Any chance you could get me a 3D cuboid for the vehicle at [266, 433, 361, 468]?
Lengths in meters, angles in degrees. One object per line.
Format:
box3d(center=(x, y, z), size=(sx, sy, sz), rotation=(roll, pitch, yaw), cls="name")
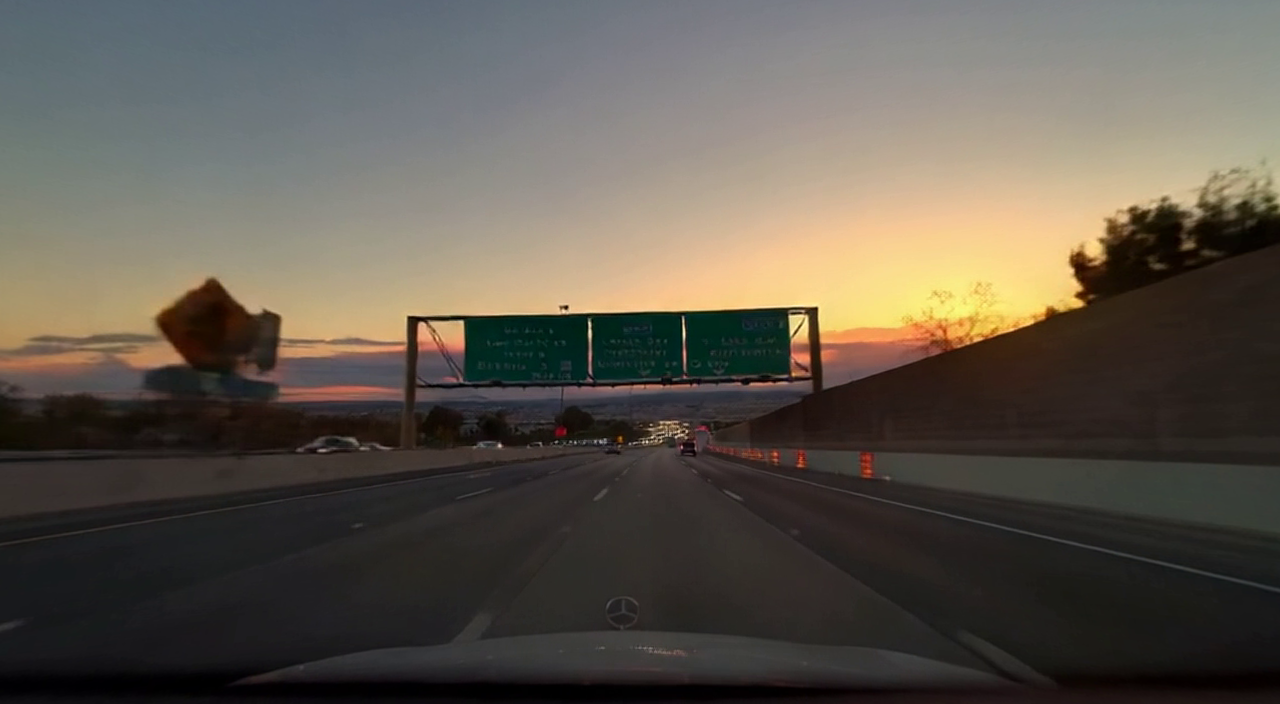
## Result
box3d(center=(-18.734, 5.725, 36.561), size=(2.268, 1.823, 5.765), rotation=(0, -9, 2), cls="vehicle")
